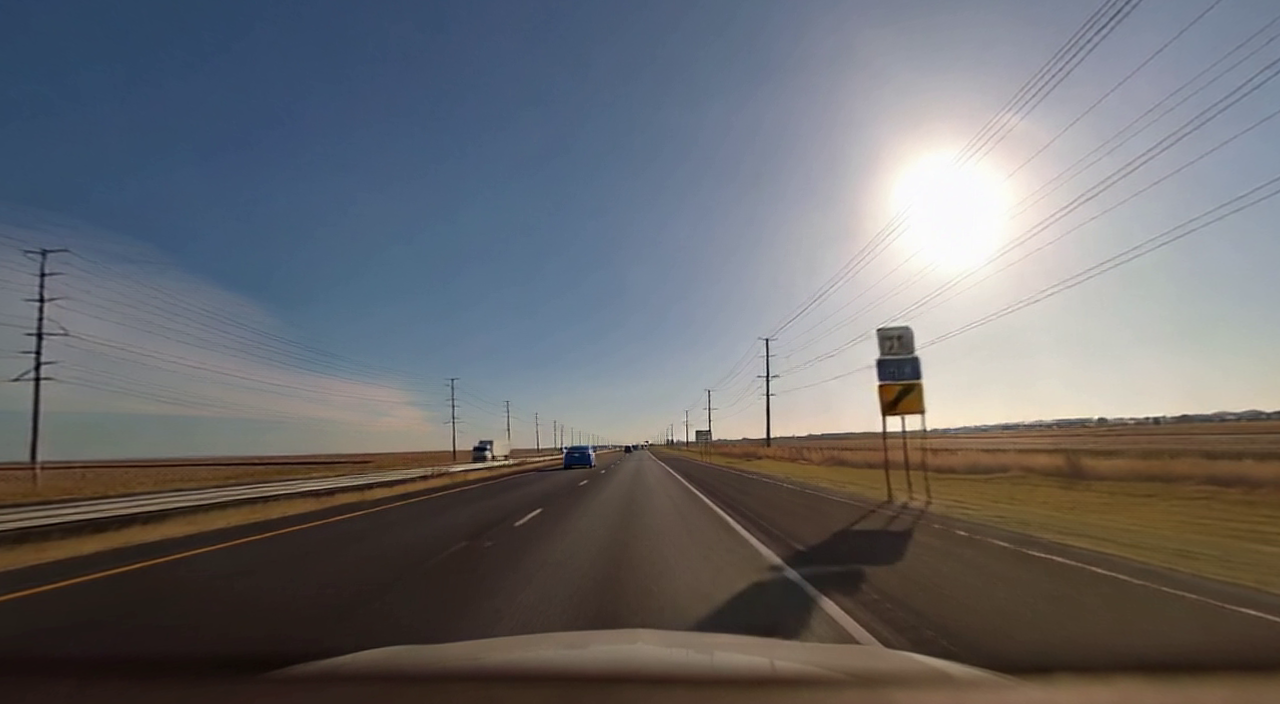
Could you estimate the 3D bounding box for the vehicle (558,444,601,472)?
[{"bbox_3d":[-3.586,6.389,38.098,2.106,1.543,4.465,0,-9,1],"label":"vehicle"}]
